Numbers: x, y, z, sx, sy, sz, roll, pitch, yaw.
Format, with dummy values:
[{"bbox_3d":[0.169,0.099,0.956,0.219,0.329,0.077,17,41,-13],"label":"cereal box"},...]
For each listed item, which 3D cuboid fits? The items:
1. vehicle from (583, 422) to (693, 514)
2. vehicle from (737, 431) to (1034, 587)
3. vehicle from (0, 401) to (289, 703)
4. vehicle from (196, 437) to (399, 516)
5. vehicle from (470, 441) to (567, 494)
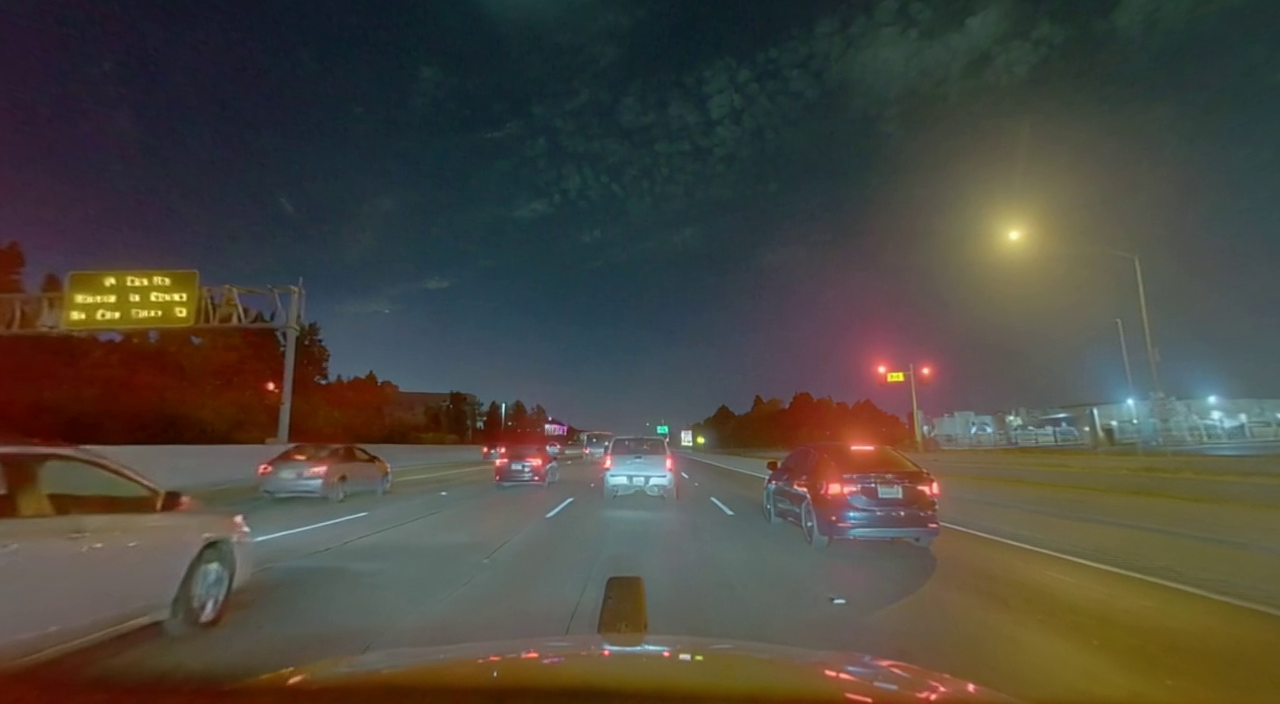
[{"bbox_3d":[-0.035,2.562,14.350,2.152,1.779,3.924,0,-9,0],"label":"vehicle"},{"bbox_3d":[2.712,1.853,8.368,2.018,1.470,4.491,0,-9,-2],"label":"vehicle"},{"bbox_3d":[-3.763,0.992,2.879,1.883,1.500,4.161,0,-9,0],"label":"vehicle"},{"bbox_3d":[-7.388,2.709,14.293,1.933,1.476,4.652,0,-9,1],"label":"vehicle"},{"bbox_3d":[-3.646,3.571,19.864,2.132,1.464,4.481,0,-9,1],"label":"vehicle"}]
